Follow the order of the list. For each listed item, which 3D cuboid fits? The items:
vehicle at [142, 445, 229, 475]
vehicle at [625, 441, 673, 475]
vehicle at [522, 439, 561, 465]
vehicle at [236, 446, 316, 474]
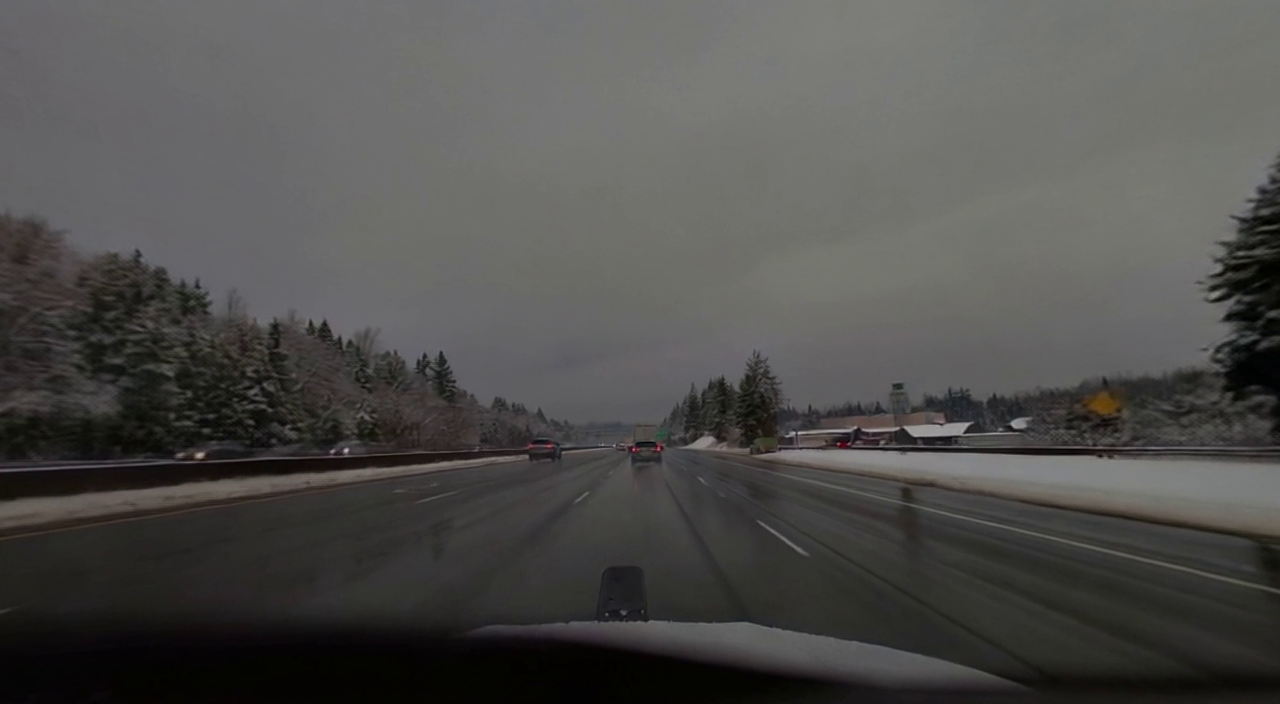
[{"bbox_3d":[-32.556,7.703,45.431,2.161,1.979,5.515,0,-8,0],"label":"vehicle"},{"bbox_3d":[0.397,4.992,30.019,2.112,1.482,4.082,0,-8,0],"label":"vehicle"},{"bbox_3d":[-7.173,7.314,46.384,2.093,1.789,4.399,0,-8,1],"label":"vehicle"},{"bbox_3d":[-21.257,6.323,37.075,1.958,1.521,4.492,0,-8,1],"label":"vehicle"}]
